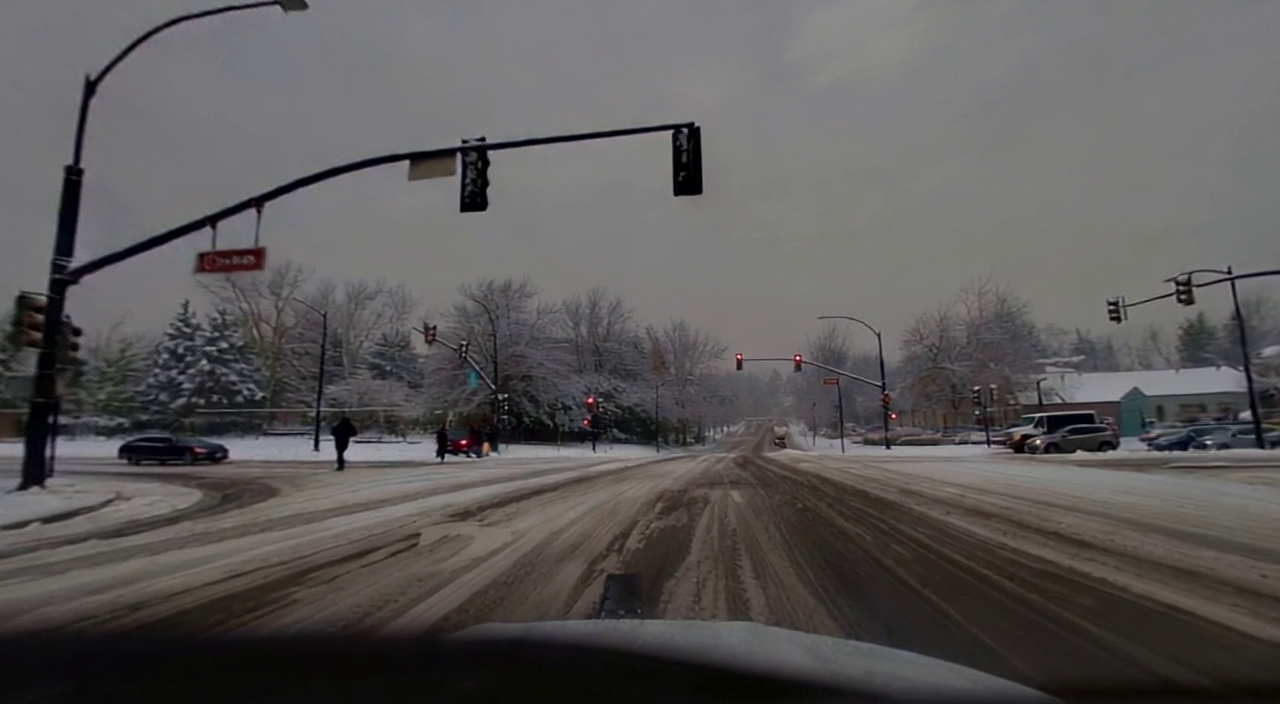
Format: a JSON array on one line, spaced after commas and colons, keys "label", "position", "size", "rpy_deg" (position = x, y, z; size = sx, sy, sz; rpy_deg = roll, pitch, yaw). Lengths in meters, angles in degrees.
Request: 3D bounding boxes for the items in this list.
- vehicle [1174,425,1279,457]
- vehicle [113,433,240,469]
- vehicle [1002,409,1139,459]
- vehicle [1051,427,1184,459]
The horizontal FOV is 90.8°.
[{"label": "vehicle", "position": [33.415, 5.012, 35.418], "size": [4.896, 1.729, 1.952], "rpy_deg": [-1, -9, 7]}, {"label": "vehicle", "position": [-20.242, 4.354, 27.701], "size": [4.265, 1.493, 1.871], "rpy_deg": [-1, -9, 8]}, {"label": "vehicle", "position": [24.941, 4.833, 36.860], "size": [5.855, 2.746, 2.523], "rpy_deg": [-1, -9, 7]}, {"label": "vehicle", "position": [22.992, 4.435, 30.600], "size": [4.740, 1.464, 1.876], "rpy_deg": [-1, -9, 6]}]
